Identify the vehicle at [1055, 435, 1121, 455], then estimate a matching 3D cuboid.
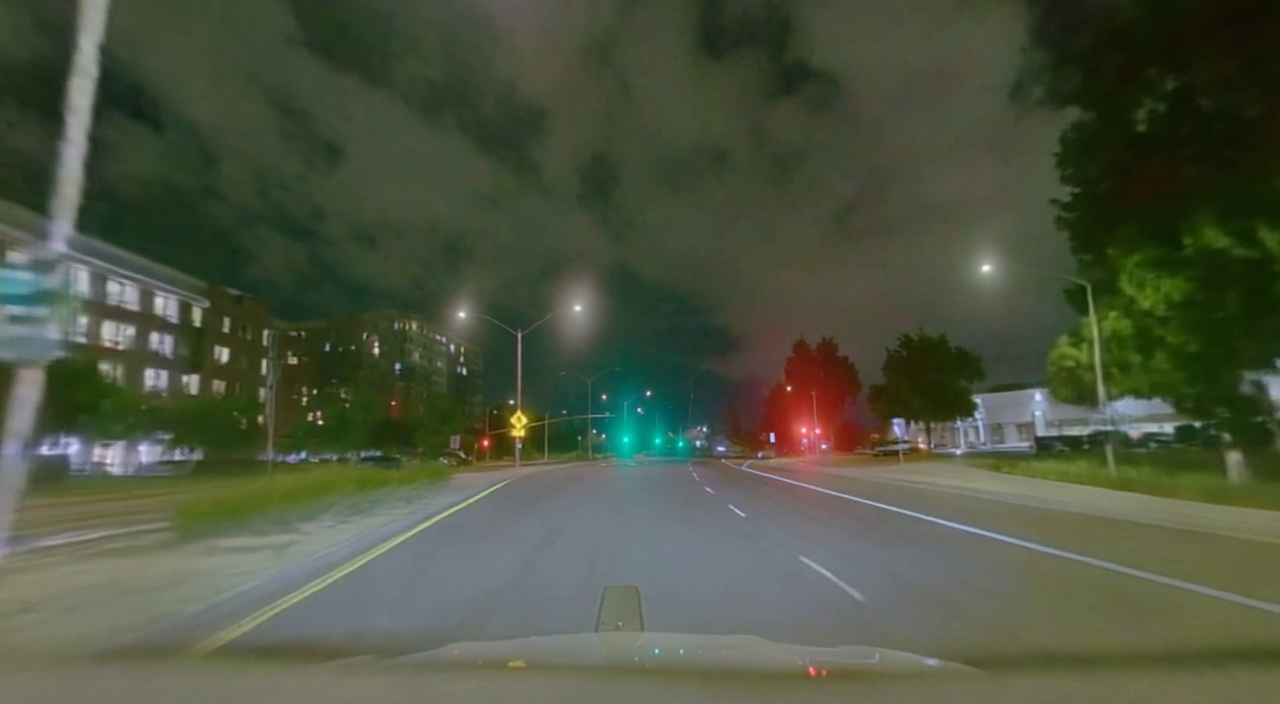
[{"bbox_3d":[33.123,6.920,46.781,1.574,1.448,3.558,3,-10,-21],"label":"vehicle"}]
